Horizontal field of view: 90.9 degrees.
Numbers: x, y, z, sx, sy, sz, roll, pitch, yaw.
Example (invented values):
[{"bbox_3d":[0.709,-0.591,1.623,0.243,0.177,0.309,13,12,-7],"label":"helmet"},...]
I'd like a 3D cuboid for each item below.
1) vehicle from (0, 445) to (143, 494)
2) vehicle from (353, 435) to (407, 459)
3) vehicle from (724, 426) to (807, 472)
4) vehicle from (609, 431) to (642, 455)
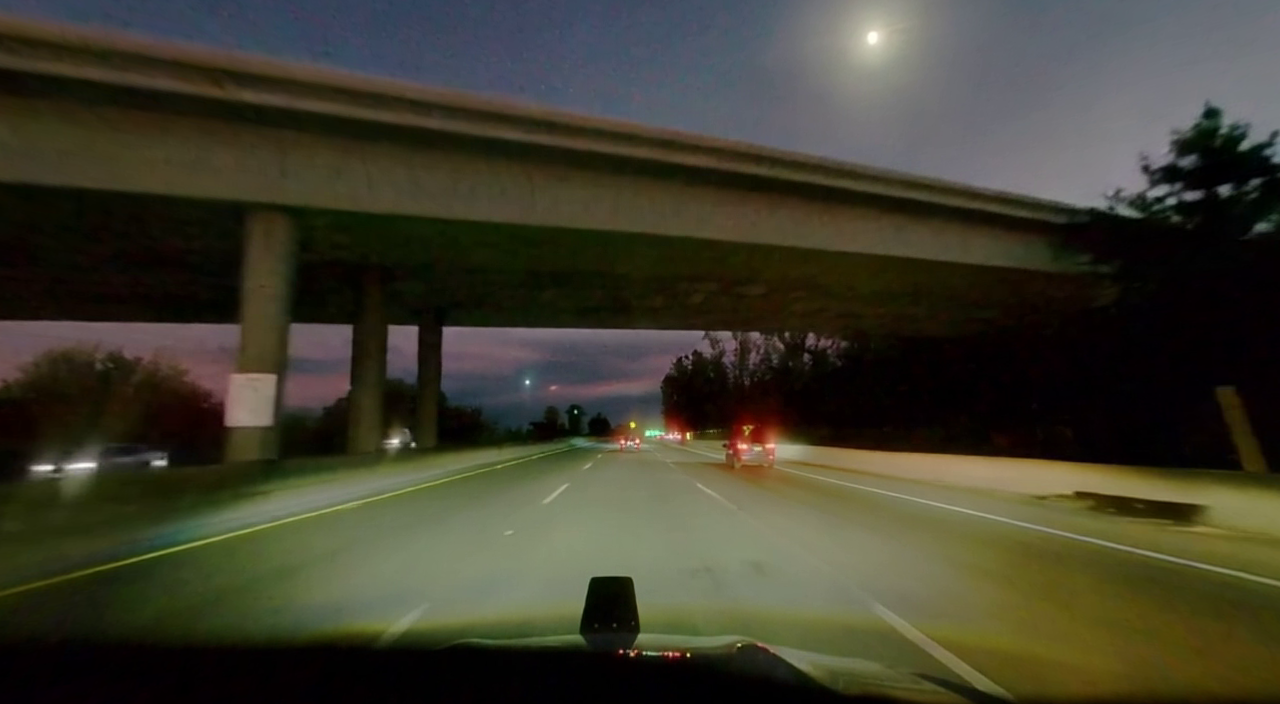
[{"bbox_3d":[-21.354,4.369,23.845,1.798,1.613,4.065,0,-8,-1],"label":"vehicle"},{"bbox_3d":[-17.573,6.426,42.847,1.864,1.517,4.304,0,-8,-1],"label":"vehicle"},{"bbox_3d":[4.437,3.477,22.986,2.056,1.508,4.093,0,-8,-2],"label":"vehicle"},{"bbox_3d":[-0.925,5.730,40.000,1.987,1.440,3.565,0,-8,-1],"label":"vehicle"}]
